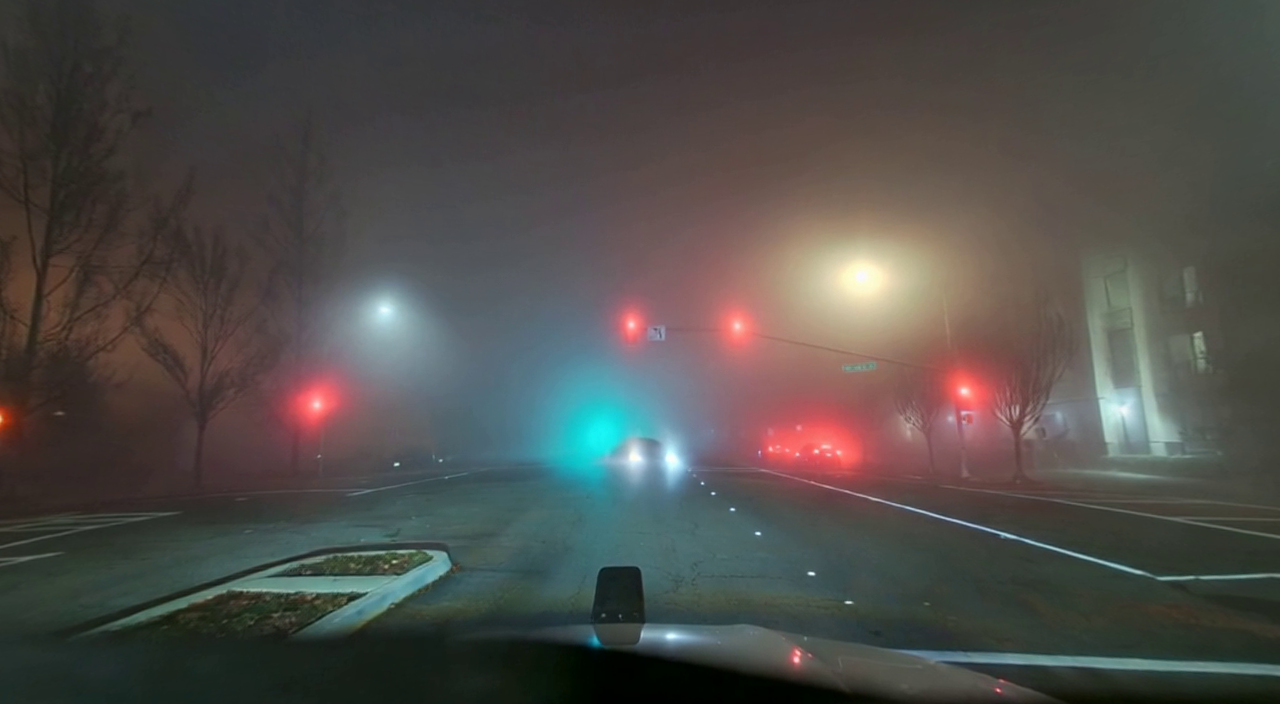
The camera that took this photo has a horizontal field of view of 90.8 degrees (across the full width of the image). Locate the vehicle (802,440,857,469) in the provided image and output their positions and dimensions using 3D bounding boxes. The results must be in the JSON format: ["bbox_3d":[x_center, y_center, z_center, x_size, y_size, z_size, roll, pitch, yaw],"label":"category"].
[{"bbox_3d":[13.053,7.109,43.830,2.181,1.876,4.723,0,-8,-2],"label":"vehicle"}]

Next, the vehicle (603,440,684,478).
[{"bbox_3d":[0.022,4.496,26.909,1.933,1.460,4.683,3,-9,-20],"label":"vehicle"}]

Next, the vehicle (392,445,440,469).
[{"bbox_3d":[-16.483,7.721,46.757,2.075,1.708,4.335,0,-8,-1],"label":"vehicle"}]
